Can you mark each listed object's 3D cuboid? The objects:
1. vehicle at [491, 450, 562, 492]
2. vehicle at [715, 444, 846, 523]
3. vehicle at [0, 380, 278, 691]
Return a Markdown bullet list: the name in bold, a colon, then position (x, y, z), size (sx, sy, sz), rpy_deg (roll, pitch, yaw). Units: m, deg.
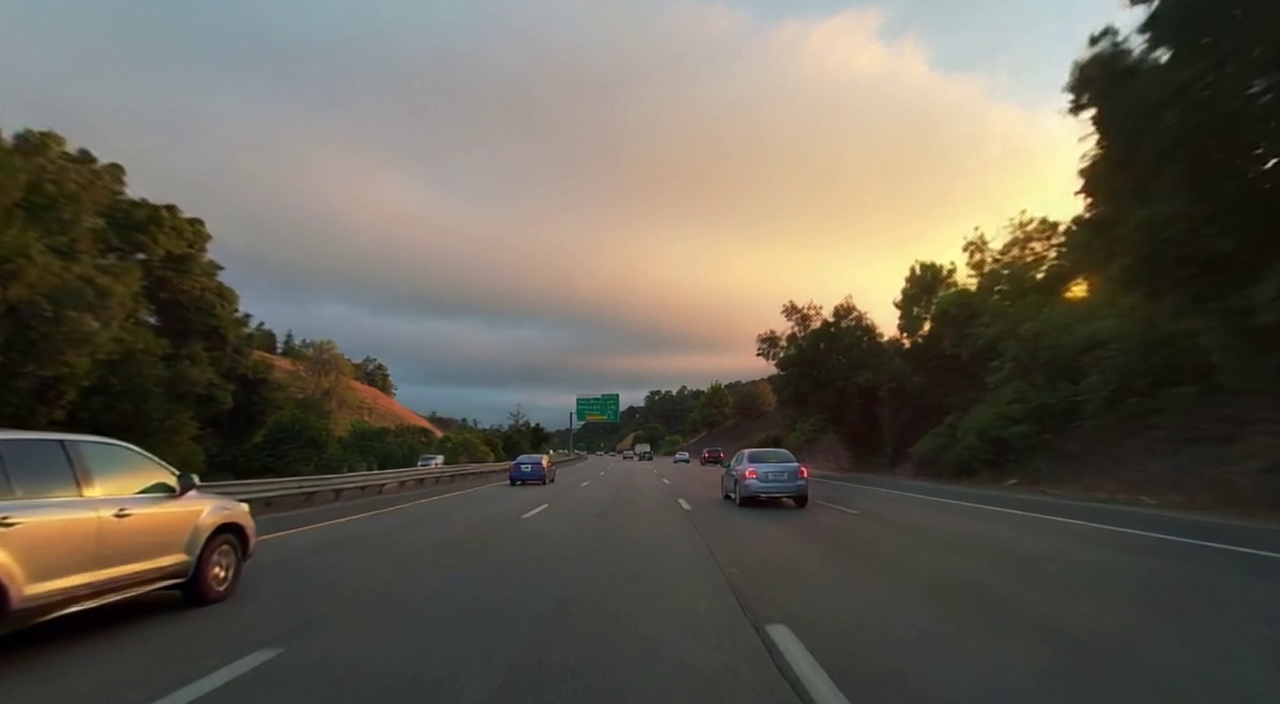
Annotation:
- **vehicle**: position (-4.390, 4.690, 25.110), size (2.009, 1.488, 4.289), rpy_deg (0, -9, 0)
- **vehicle**: position (3.089, 3.012, 14.939), size (2.120, 1.572, 4.344), rpy_deg (0, -9, 0)
- **vehicle**: position (-4.666, 1.116, 4.025), size (2.079, 1.745, 4.281), rpy_deg (0, -9, 1)
